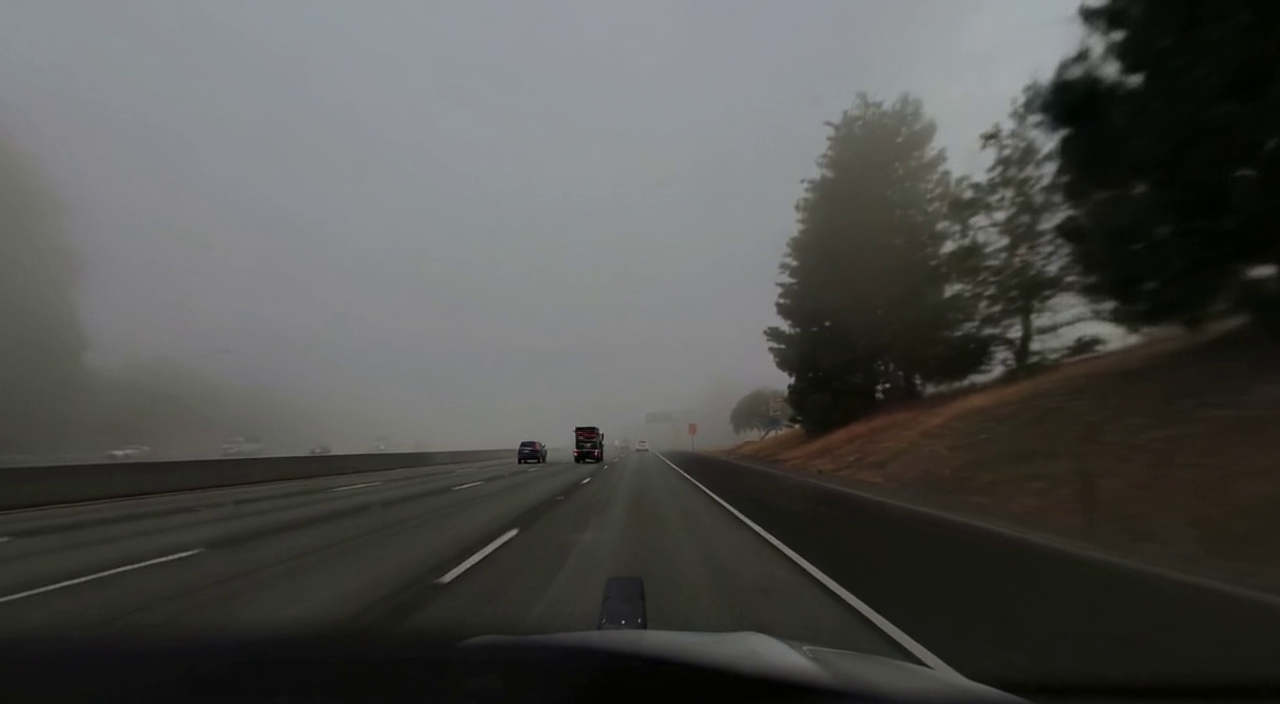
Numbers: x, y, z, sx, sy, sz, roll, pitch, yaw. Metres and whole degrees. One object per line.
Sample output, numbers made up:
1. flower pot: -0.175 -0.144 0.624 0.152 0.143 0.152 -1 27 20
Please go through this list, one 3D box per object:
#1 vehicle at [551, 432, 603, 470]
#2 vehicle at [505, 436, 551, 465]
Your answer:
1. vehicle: -3.092 4.936 31.467 2.194 1.766 3.720 0 -8 0
2. vehicle: -7.301 6.466 41.347 2.078 1.729 4.722 0 -8 1
